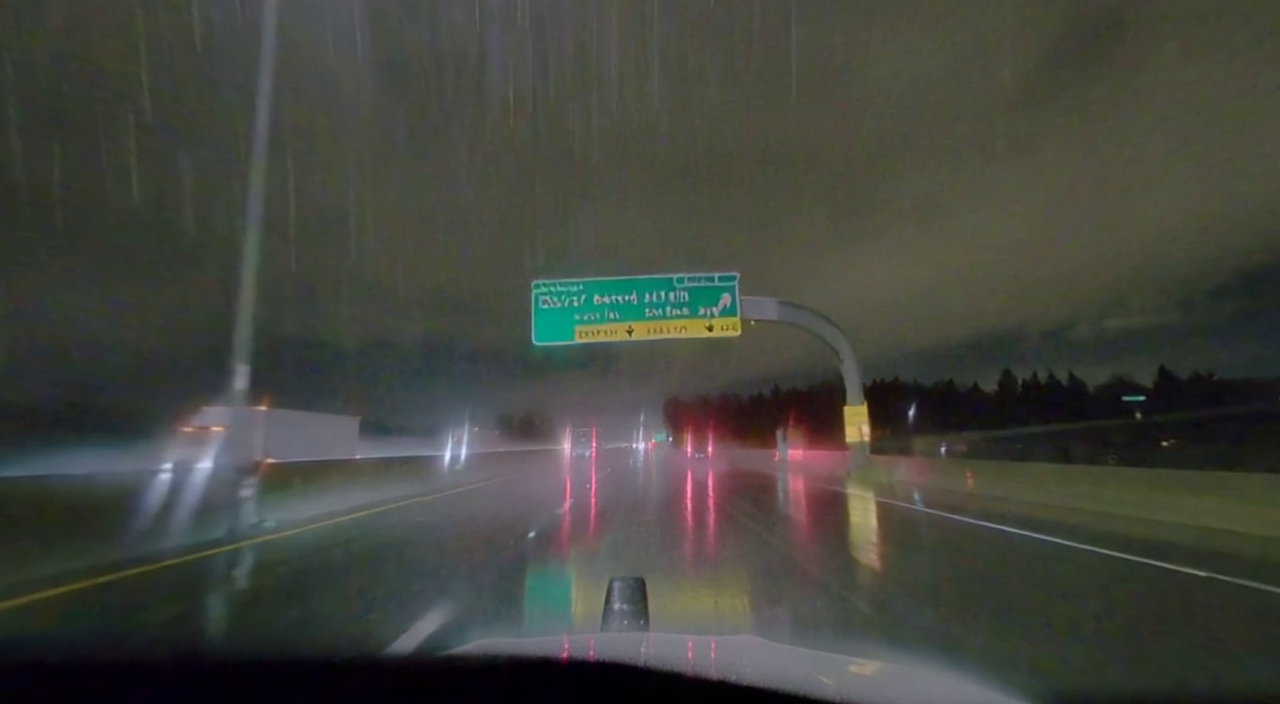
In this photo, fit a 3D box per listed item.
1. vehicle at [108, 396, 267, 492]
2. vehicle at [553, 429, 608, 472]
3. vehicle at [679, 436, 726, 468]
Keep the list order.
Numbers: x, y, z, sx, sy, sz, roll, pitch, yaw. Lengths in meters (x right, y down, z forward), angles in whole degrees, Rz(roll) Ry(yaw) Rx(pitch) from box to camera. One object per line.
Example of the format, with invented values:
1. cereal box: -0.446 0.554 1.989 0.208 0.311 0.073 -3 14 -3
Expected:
1. vehicle: -21.299 4.390 30.124 2.967 4.087 6.094 0 -8 -1
2. vehicle: -3.061 5.222 33.383 2.291 2.052 4.887 0 -8 1
3. vehicle: 3.521 5.706 36.005 2.202 1.682 4.188 0 -8 0
